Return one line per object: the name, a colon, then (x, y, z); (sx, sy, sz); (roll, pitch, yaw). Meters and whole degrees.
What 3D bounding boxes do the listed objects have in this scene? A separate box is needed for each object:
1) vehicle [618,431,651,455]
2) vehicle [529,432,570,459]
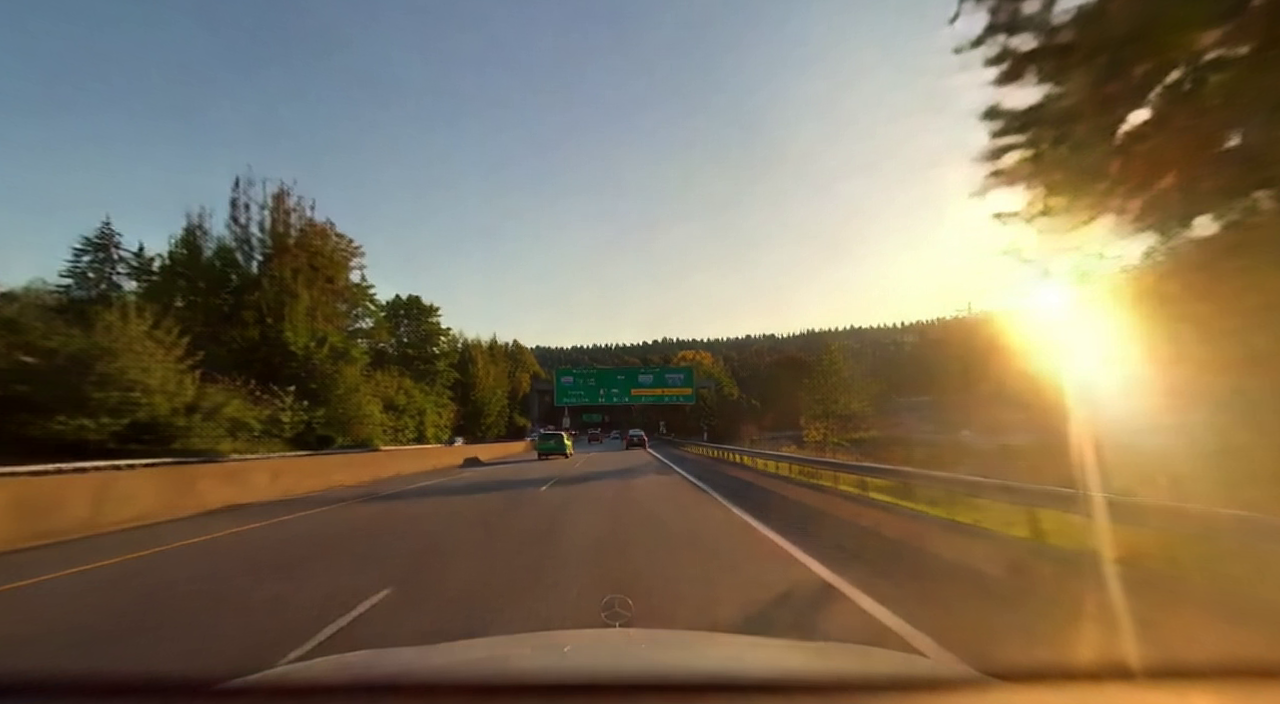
vehicle: (-0.377, 6.192, 43.128); (2.139, 1.561, 4.060); (0, -8, -1)
vehicle: (-5.235, 5.426, 36.776); (1.959, 1.514, 3.668); (0, -8, -2)
